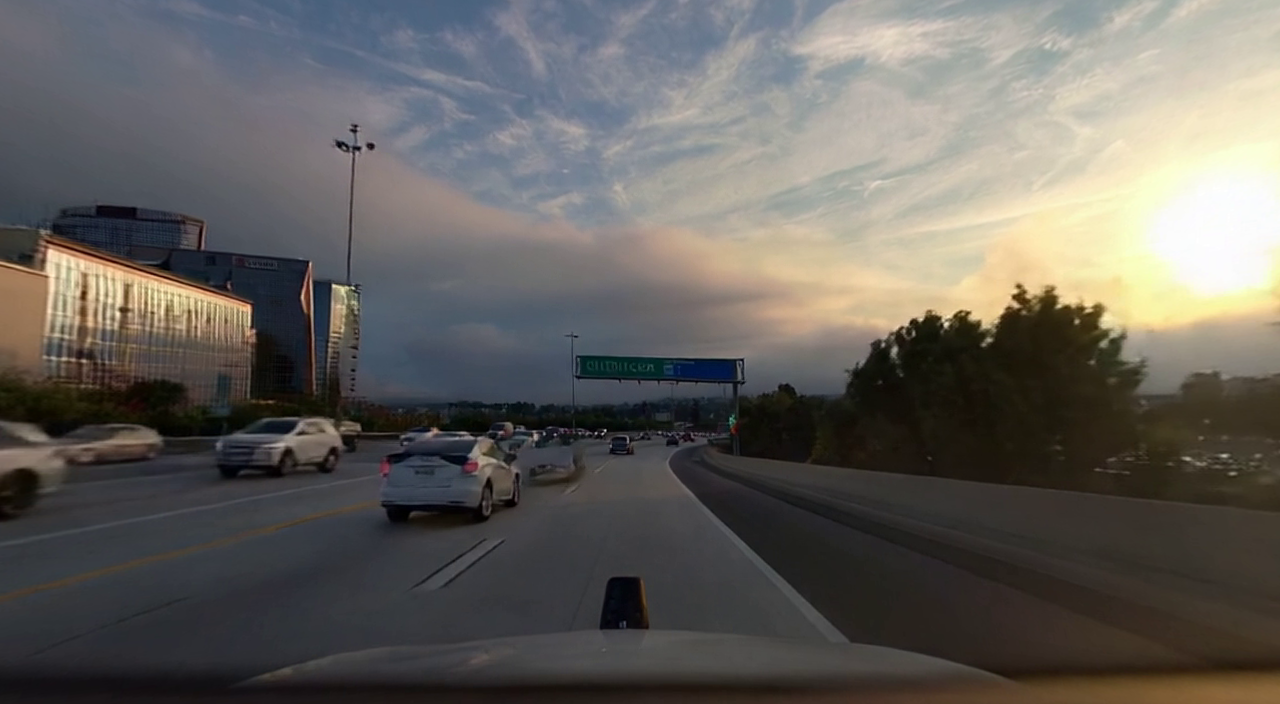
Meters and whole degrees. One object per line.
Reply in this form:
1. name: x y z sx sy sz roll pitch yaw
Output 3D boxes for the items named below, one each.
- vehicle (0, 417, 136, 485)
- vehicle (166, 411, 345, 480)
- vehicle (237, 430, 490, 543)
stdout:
1. vehicle: -14.978 2.378 15.160 1.850 1.490 4.628 0 -8 1
2. vehicle: -10.335 2.584 17.471 1.926 1.650 4.593 -1 -8 2
3. vehicle: -4.183 2.098 10.570 2.035 1.460 4.497 -1 -8 3
